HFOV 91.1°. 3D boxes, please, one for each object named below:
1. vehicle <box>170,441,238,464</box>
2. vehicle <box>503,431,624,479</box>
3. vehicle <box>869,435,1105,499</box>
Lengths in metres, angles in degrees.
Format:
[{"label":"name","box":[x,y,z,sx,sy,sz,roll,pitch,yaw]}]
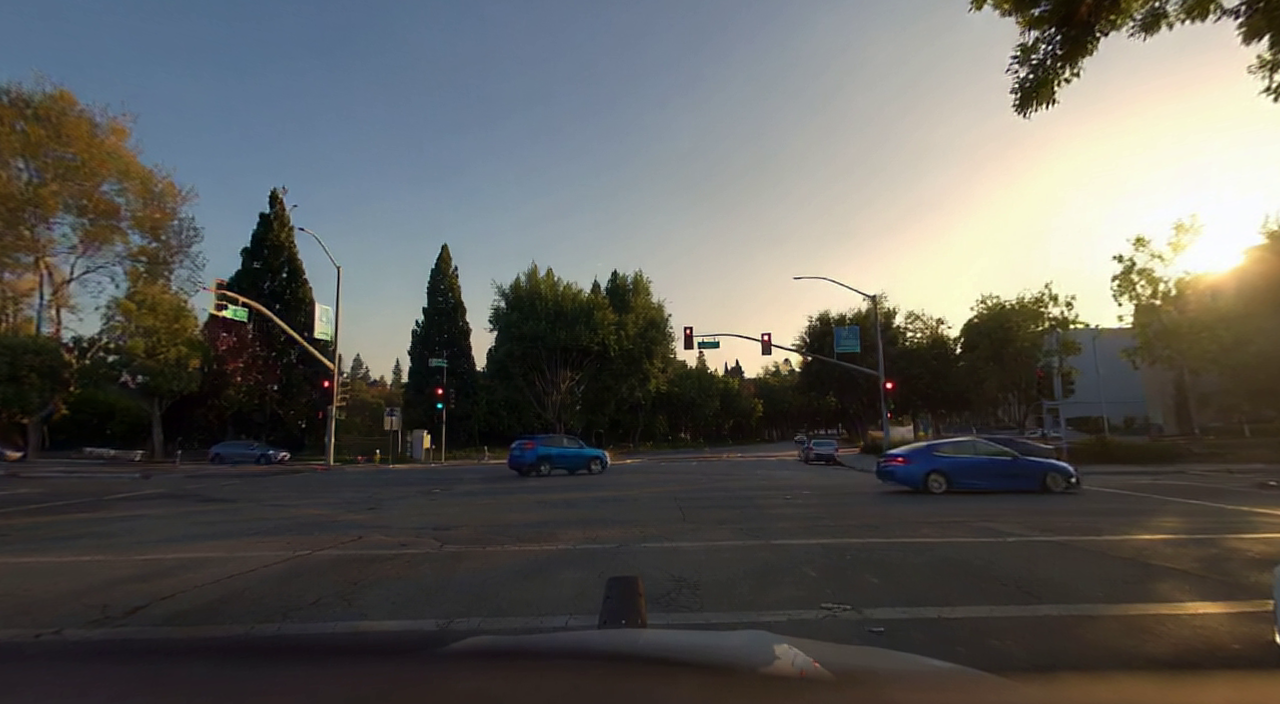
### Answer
[{"label":"vehicle","box":[-29.105,6.696,42.033,1.696,1.431,3.686,-1,-8,3]},{"label":"vehicle","box":[-3.015,4.057,25.011,4.346,1.753,1.994,5,-10,-31]},{"label":"vehicle","box":[8.923,2.989,16.506,5.000,1.559,1.960,0,-8,0]}]
